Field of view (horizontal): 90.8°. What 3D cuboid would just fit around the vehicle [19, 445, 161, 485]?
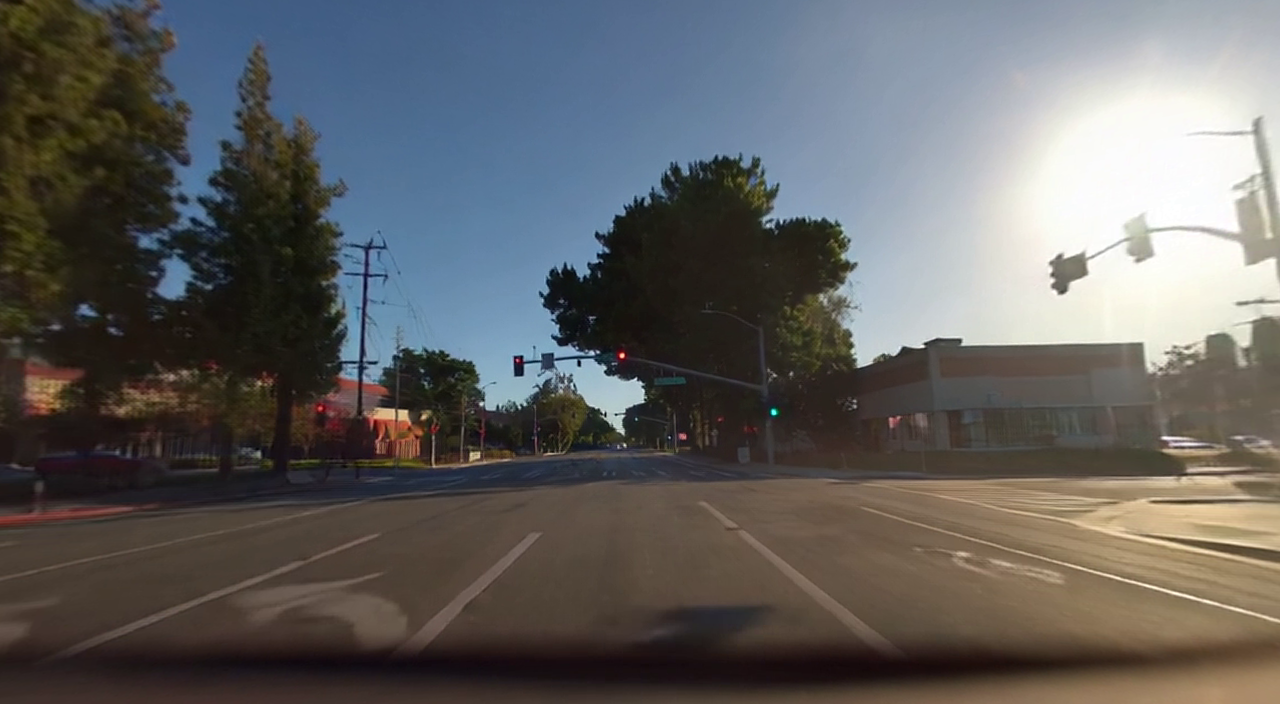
[{"bbox_3d":[-25.865,5.329,29.877,4.577,1.584,2.000,3,-7,-7],"label":"vehicle"}]
